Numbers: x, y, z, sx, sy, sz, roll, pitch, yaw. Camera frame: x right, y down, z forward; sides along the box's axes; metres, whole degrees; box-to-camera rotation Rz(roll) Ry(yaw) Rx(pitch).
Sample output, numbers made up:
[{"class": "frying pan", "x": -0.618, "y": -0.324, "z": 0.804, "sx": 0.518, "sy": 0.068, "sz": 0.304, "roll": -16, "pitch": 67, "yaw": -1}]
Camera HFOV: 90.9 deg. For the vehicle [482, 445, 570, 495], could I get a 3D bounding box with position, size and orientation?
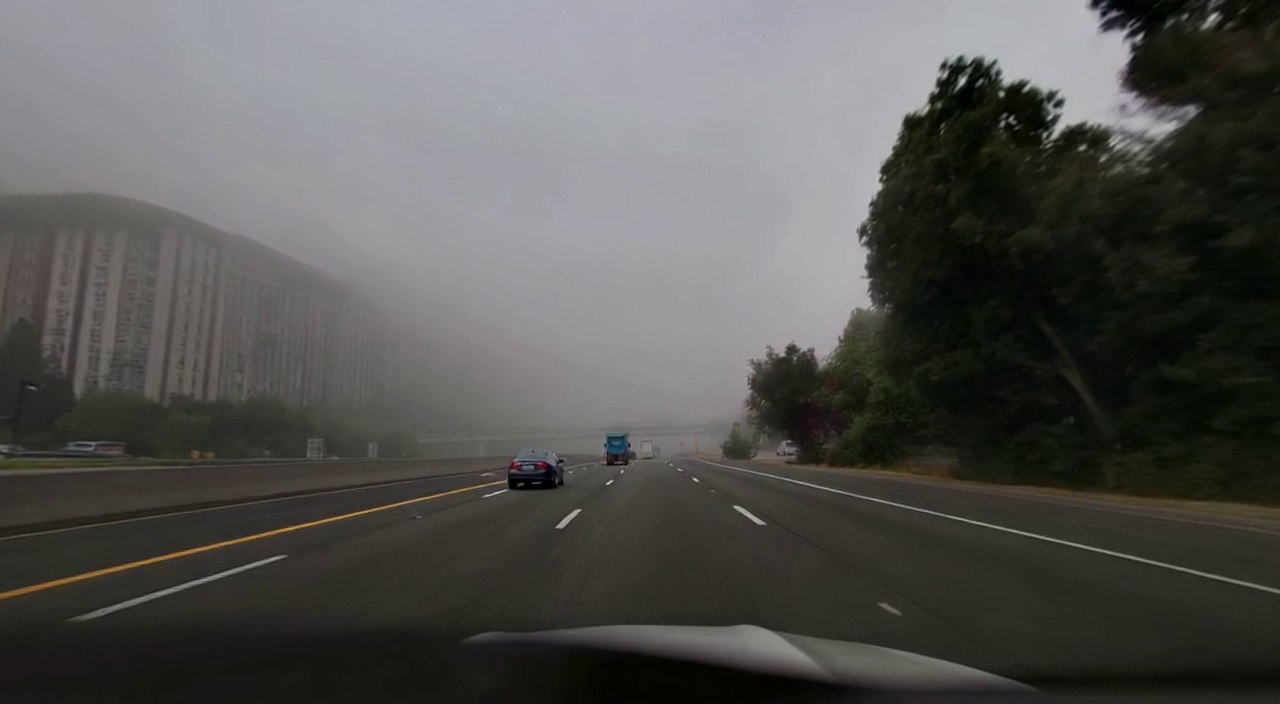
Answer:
[{"class": "vehicle", "x": -3.709, "y": 3.933, "z": 21.341, "sx": 2.039, "sy": 1.478, "sz": 4.483, "roll": 0, "pitch": -9, "yaw": 1}]
